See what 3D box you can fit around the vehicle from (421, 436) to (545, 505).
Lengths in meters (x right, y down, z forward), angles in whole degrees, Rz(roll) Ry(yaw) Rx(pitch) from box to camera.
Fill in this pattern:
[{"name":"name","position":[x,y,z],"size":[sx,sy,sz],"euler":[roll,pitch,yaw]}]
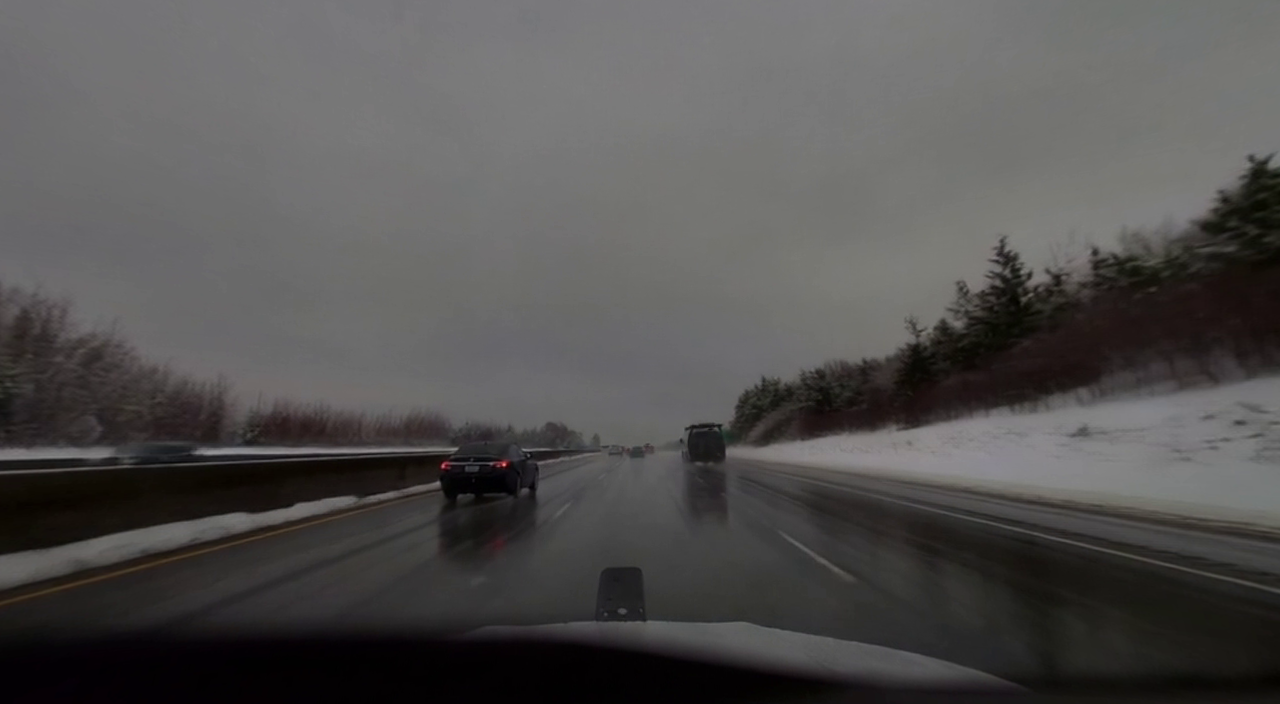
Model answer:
[{"name":"vehicle","position":[-3.855,3.017,16.380],"size":[2.054,1.529,4.368],"euler":[0,-9,1]}]

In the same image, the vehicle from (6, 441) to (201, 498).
[{"name":"vehicle","position":[-15.838,3.481,19.035],"size":[1.846,1.489,4.623],"euler":[0,-9,-1]}]

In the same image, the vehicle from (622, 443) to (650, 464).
[{"name":"vehicle","position":[-0.327,7.797,48.422],"size":[2.007,1.456,3.719],"euler":[0,-9,-1]}]

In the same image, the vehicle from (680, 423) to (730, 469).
[{"name":"vehicle","position":[3.915,5.849,39.174],"size":[2.361,2.636,5.684],"euler":[0,-9,-1]}]
